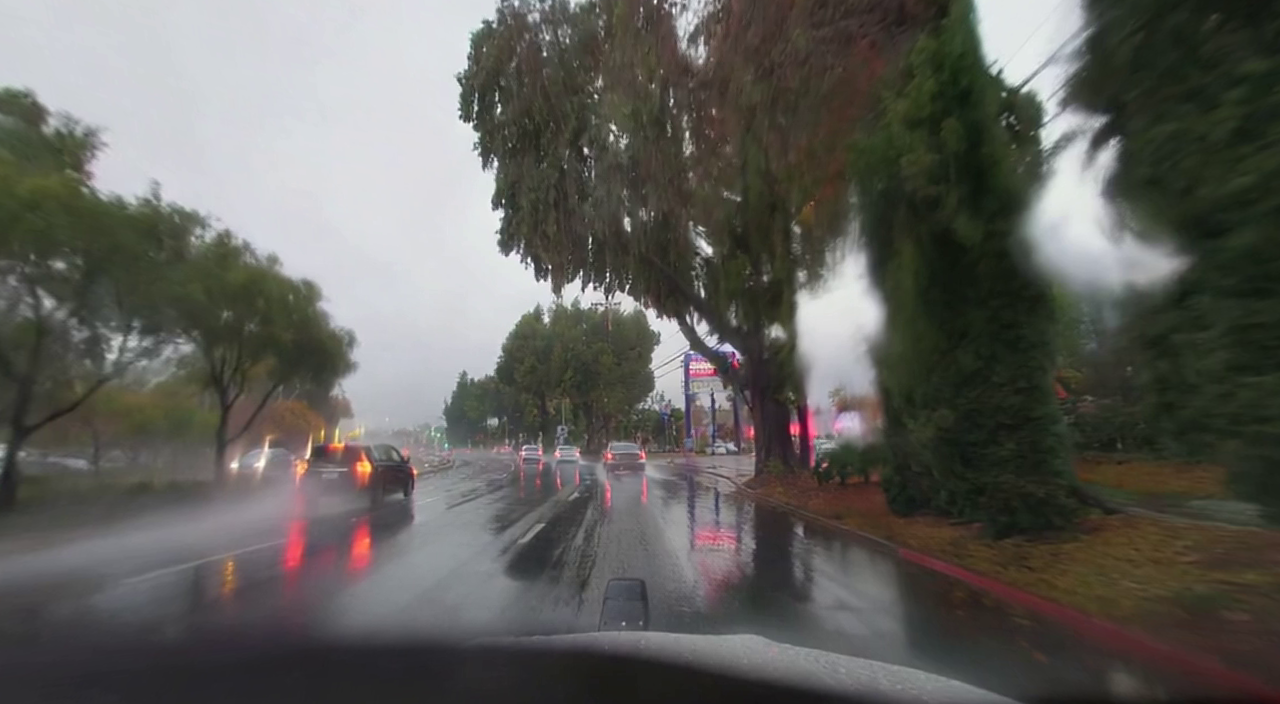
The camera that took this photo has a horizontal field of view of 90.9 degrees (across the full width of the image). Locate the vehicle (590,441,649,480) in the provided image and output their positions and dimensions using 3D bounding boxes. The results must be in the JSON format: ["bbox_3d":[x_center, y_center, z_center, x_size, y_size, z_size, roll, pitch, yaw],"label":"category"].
[{"bbox_3d":[-0.939,4.524,26.553,2.130,1.476,4.453,1,-9,-6],"label":"vehicle"}]

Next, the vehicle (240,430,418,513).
[{"bbox_3d":[-7.472,2.911,15.831,2.195,1.752,4.515,0,-8,-1],"label":"vehicle"}]

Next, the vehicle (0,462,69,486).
[{"bbox_3d":[-47.514,9.451,48.839,4.311,1.683,1.984,1,-9,-7],"label":"vehicle"}]
